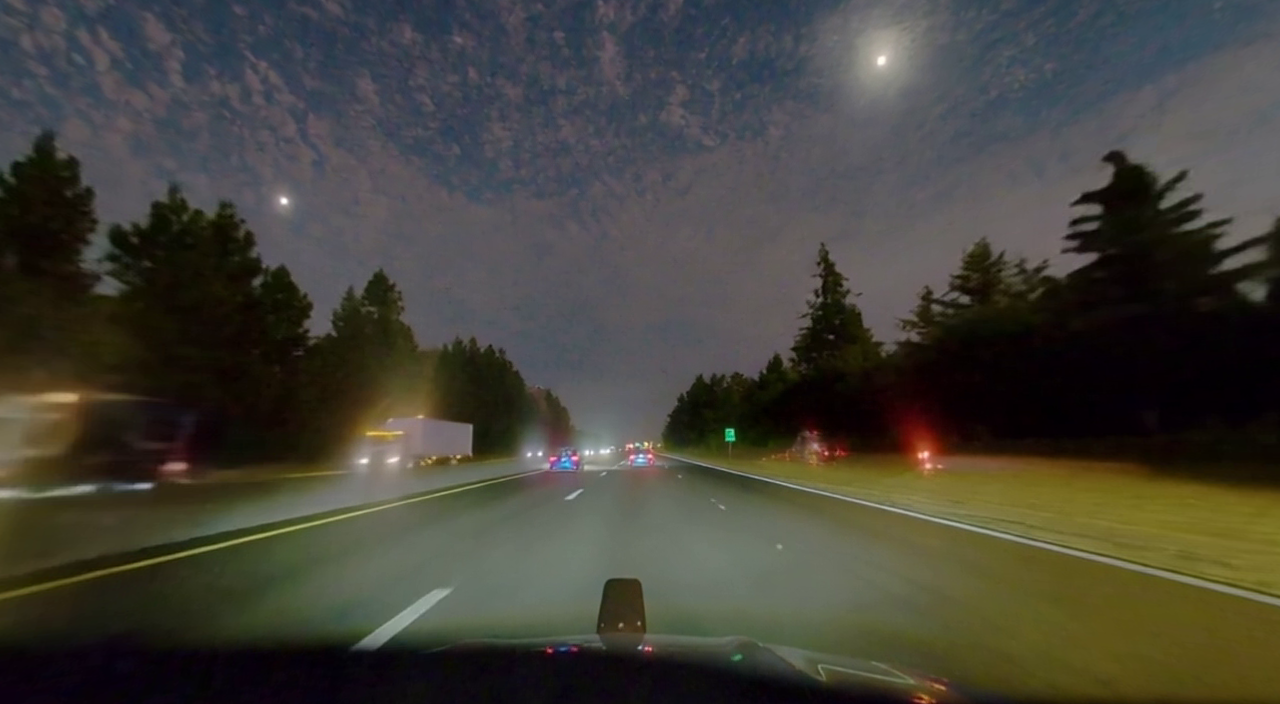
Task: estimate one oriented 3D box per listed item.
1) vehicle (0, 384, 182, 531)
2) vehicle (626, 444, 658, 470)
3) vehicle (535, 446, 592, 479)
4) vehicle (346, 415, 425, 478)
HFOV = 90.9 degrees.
[{"bbox_3d":[-13.610,2.236,13.459,2.485,2.795,6.720,0,-9,0],"label":"vehicle"},{"bbox_3d":[0.113,6.985,42.034,2.011,1.590,3.607,0,-9,0],"label":"vehicle"},{"bbox_3d":[-3.665,5.392,31.151,2.157,1.483,4.601,0,-9,1],"label":"vehicle"},{"bbox_3d":[-17.571,6.594,44.023,2.969,4.056,6.010,0,-9,0],"label":"vehicle"}]
